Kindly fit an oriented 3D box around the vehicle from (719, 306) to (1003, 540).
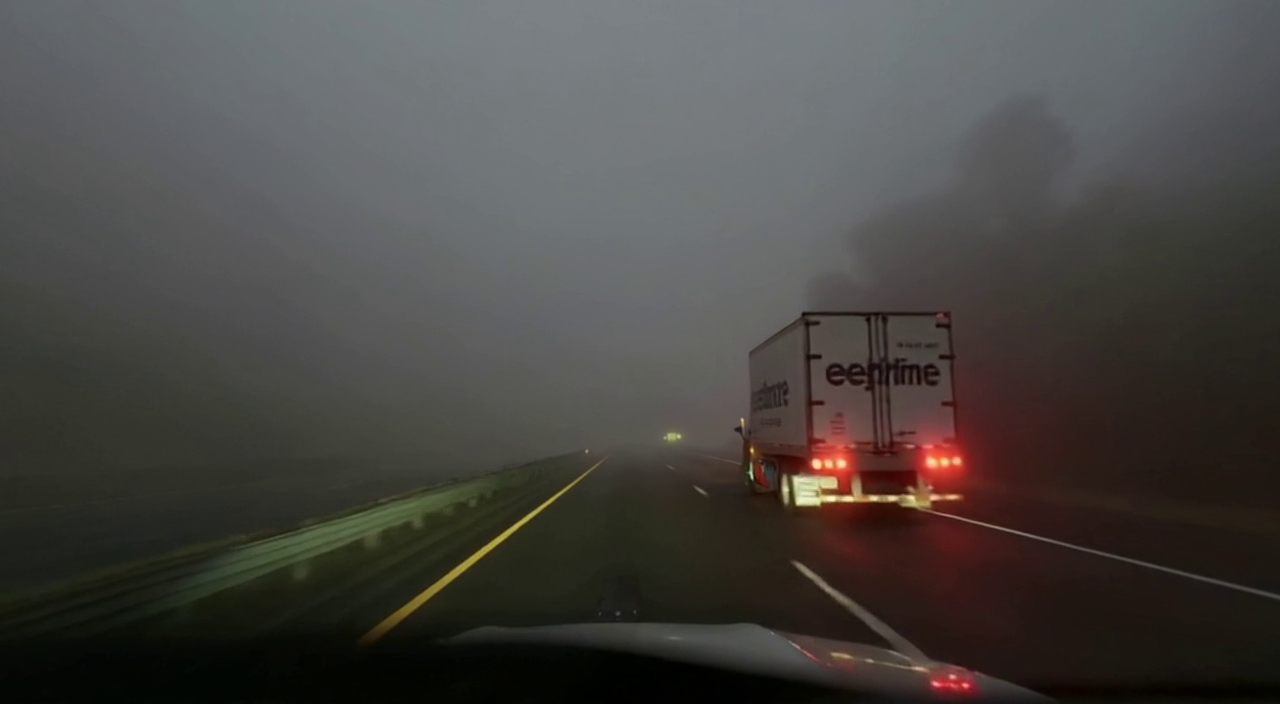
[{"bbox_3d":[3.462,1.435,12.263,2.702,3.193,7.196,0,-8,-1],"label":"vehicle"}]
